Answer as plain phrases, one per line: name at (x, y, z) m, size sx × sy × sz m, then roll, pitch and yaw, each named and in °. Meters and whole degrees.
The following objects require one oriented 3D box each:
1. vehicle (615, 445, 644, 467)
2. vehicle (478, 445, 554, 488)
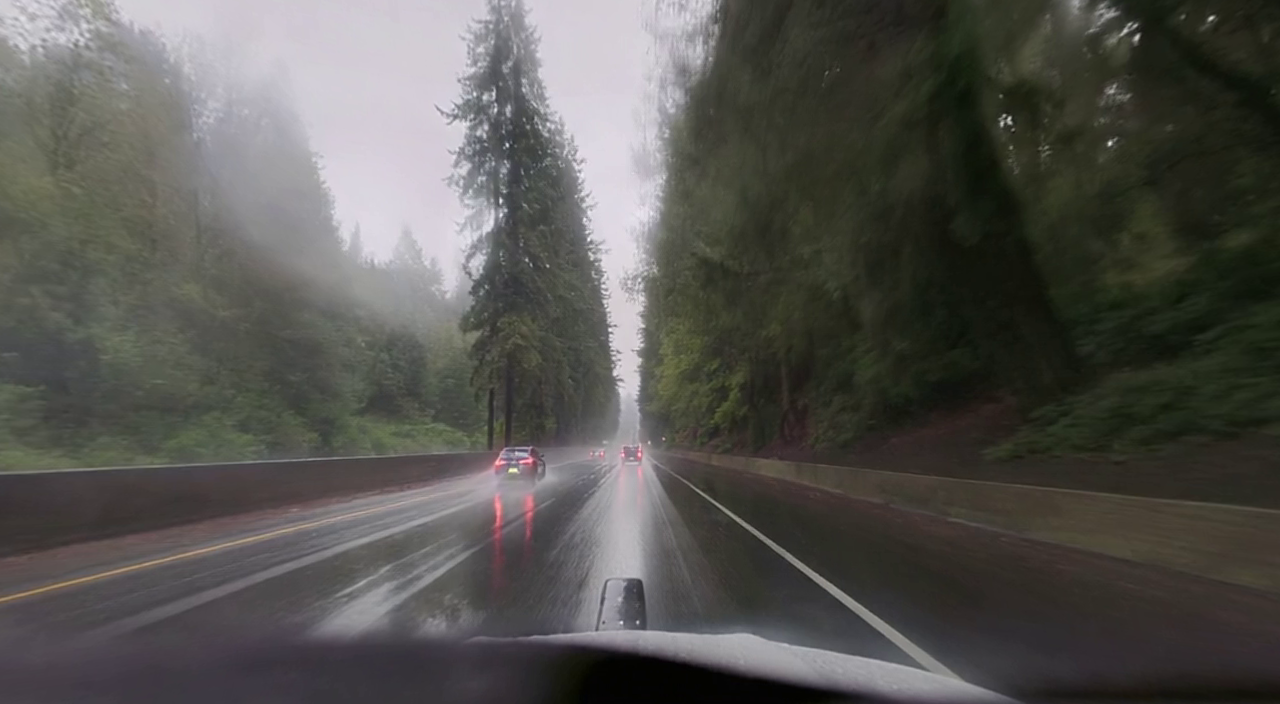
vehicle at (-0.870, 7.975, 48.581) m, size 2.070 × 1.603 × 4.806 m, roll 0°, pitch -9°, yaw -3°
vehicle at (-4.633, 4.346, 24.284) m, size 2.052 × 1.468 × 4.390 m, roll 0°, pitch -9°, yaw 0°
